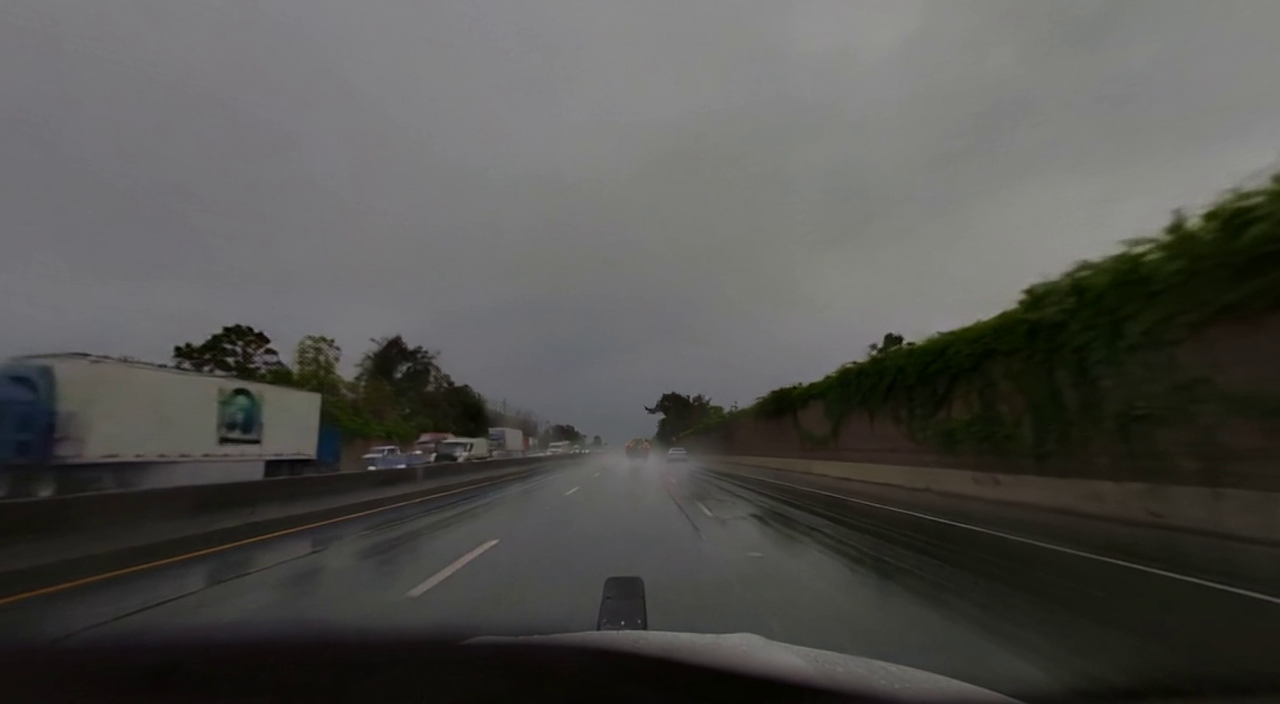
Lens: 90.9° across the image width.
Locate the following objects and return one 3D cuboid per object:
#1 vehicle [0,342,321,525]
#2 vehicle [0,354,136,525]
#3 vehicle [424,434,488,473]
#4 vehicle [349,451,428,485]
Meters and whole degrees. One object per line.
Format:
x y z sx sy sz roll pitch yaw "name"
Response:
-16.544 3.021 22.215 2.959 4.369 14.440 0 -9 0 "vehicle"
-16.598 2.181 15.607 2.996 3.982 5.952 0 -9 1 "vehicle"
-11.615 6.459 40.242 2.341 2.308 5.443 0 -9 1 "vehicle"
-11.547 5.331 29.275 1.945 1.439 4.329 0 -9 0 "vehicle"
